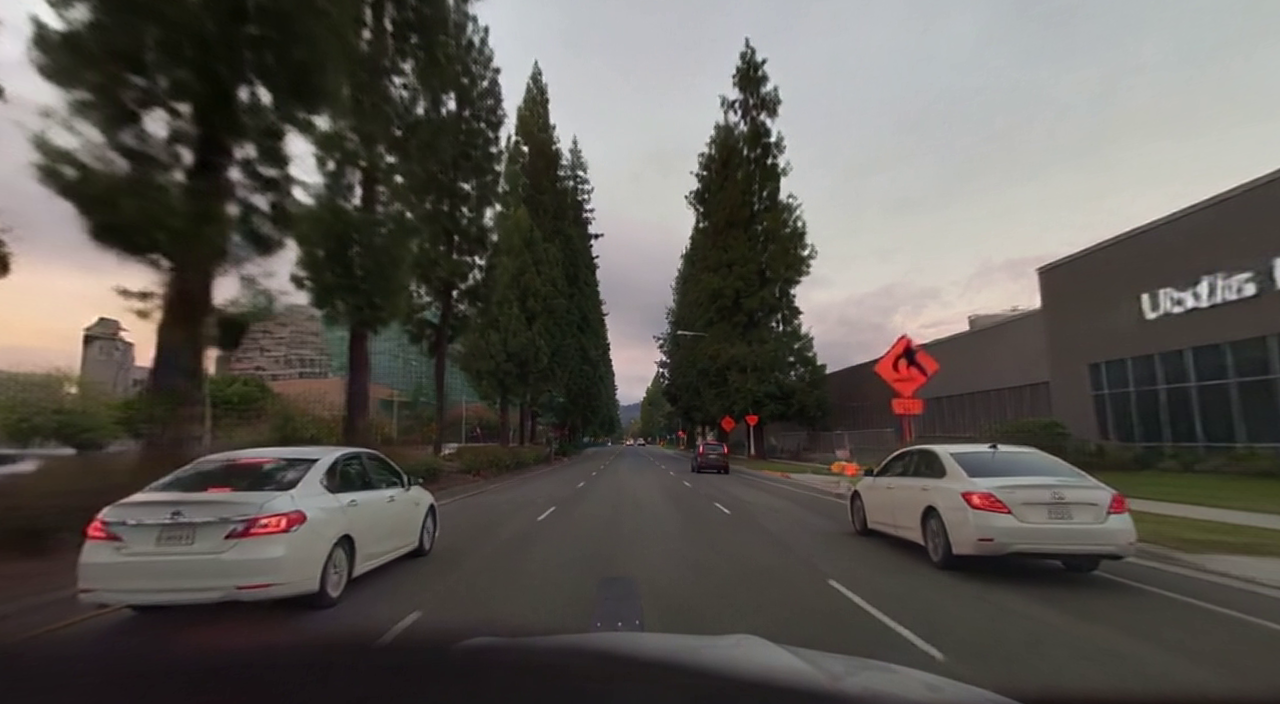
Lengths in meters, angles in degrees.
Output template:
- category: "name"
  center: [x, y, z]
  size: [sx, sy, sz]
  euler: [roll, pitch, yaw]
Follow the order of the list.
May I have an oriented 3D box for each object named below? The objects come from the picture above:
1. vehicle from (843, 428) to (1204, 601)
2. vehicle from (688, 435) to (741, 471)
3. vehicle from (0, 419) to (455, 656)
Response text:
- category: "vehicle"
  center: [3.976, 1.704, 7.461]
  size: [1.827, 1.491, 3.743]
  euler: [0, -9, -1]
- category: "vehicle"
  center: [3.904, 5.424, 34.139]
  size: [2.159, 1.793, 4.735]
  euler: [0, -9, -2]
- category: "vehicle"
  center: [-3.384, 1.475, 6.100]
  size: [2.020, 1.474, 4.098]
  euler: [0, -9, -1]
